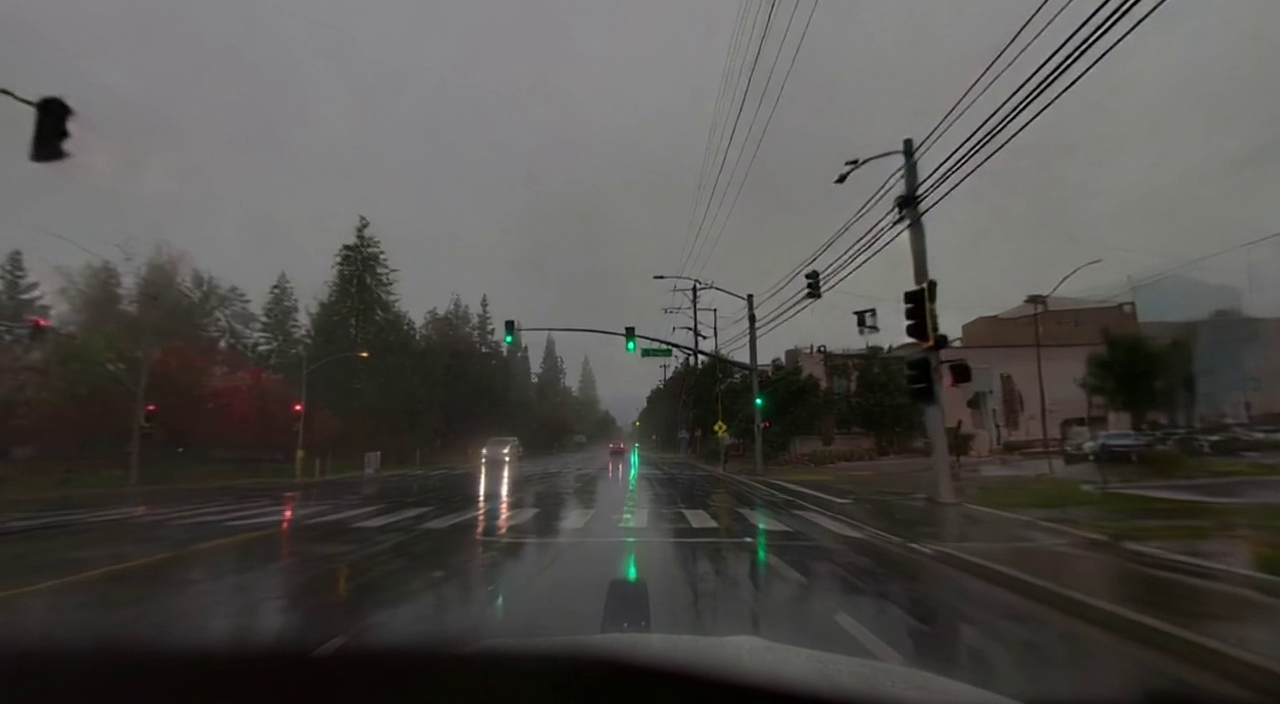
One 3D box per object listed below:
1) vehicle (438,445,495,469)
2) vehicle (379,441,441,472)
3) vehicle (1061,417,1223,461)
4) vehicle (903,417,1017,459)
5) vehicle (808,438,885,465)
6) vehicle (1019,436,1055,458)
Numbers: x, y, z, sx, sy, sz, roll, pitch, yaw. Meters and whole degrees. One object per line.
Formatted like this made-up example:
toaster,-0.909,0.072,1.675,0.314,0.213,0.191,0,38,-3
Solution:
vehicle,-11.524,7.015,42.335,2.090,1.519,4.919,-1,-8,5
vehicle,-14.951,6.825,41.300,2.112,1.880,4.479,-1,-8,4
vehicle,26.192,4.615,33.268,2.370,2.038,6.186,3,-9,-23
vehicle,19.697,5.422,39.200,2.609,2.332,5.734,4,-11,-26
vehicle,13.285,6.417,40.803,1.897,1.532,4.694,2,-9,-27
vehicle,30.107,7.205,47.900,1.740,1.414,3.875,-6,-6,25
